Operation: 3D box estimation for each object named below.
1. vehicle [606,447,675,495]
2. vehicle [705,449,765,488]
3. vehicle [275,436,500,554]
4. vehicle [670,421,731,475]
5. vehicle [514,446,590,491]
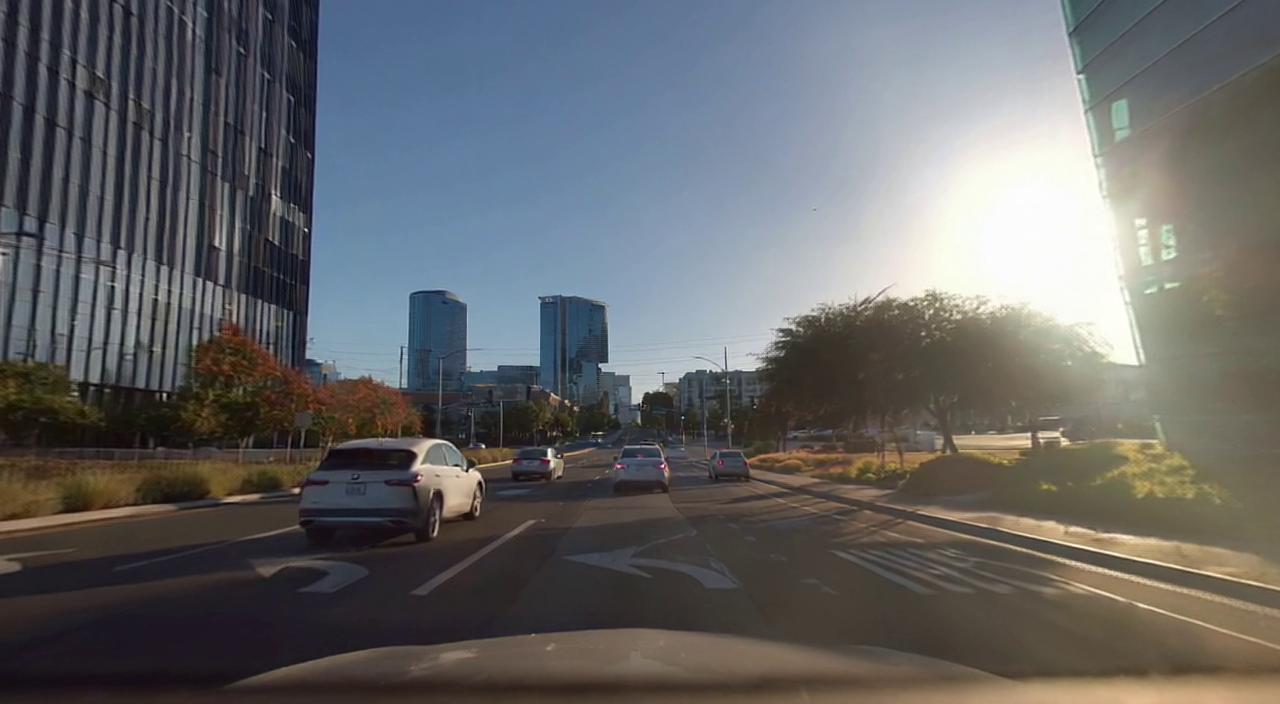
[{"bbox_3d":[0.054,4.123,22.249,2.174,1.509,4.374,0,-9,1],"label":"vehicle"},{"bbox_3d":[4.020,4.982,27.351,1.940,1.514,4.187,0,-9,0],"label":"vehicle"},{"bbox_3d":[-3.780,2.189,10.395,1.933,1.520,4.195,0,-9,0],"label":"vehicle"},{"bbox_3d":[4.009,6.866,45.177,3.074,3.316,12.953,0,-9,0],"label":"vehicle"},{"bbox_3d":[-3.193,4.339,23.807,2.044,1.508,4.479,0,-9,2],"label":"vehicle"}]
